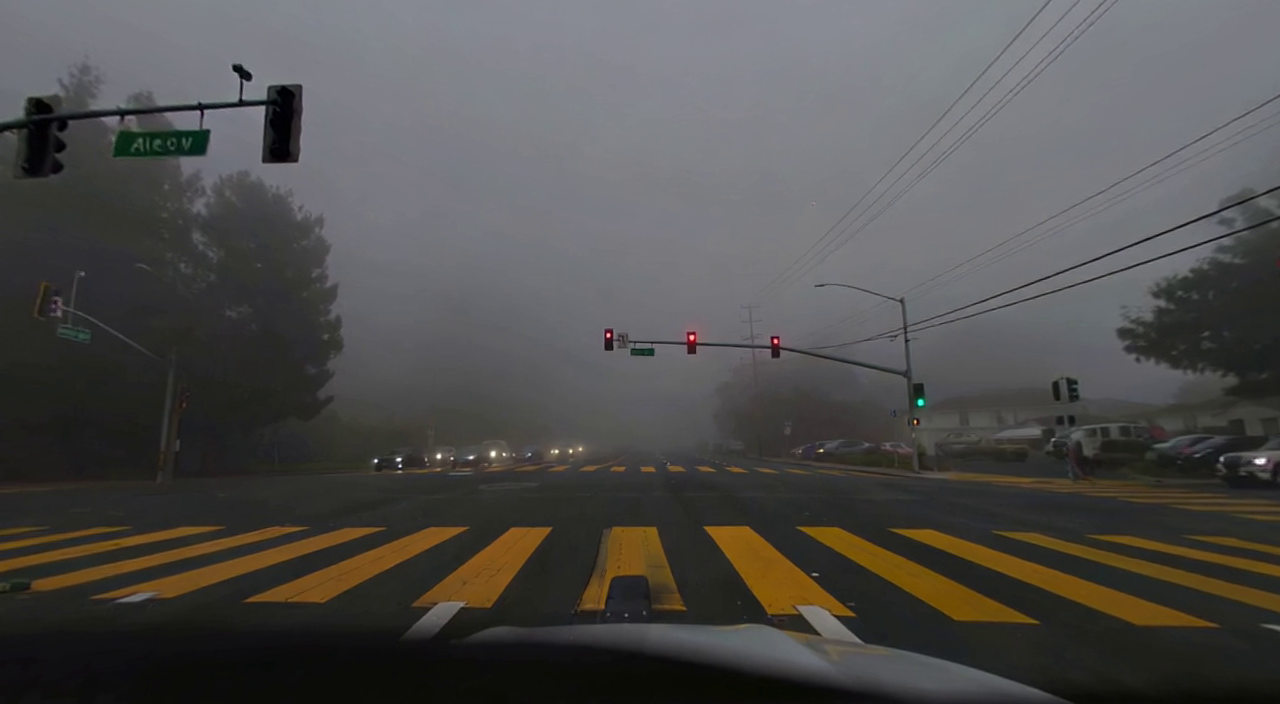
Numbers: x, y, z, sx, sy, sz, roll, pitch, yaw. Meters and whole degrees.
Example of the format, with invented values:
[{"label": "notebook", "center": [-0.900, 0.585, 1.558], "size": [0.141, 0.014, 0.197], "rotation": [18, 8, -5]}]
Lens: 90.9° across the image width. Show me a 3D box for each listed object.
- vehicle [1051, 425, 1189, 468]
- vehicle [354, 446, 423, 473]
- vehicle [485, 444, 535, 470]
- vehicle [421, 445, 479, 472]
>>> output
[{"label": "vehicle", "center": [25.304, 5.008, 33.560], "size": [2.177, 2.086, 5.514], "rotation": [2, -9, -14]}, {"label": "vehicle", "center": [-14.616, 6.263, 36.910], "size": [2.035, 1.470, 4.677], "rotation": [0, -8, 1]}, {"label": "vehicle", "center": [-7.643, 6.183, 37.460], "size": [1.958, 1.415, 4.312], "rotation": [0, -8, 1]}, {"label": "vehicle", "center": [-10.944, 6.121, 36.549], "size": [2.007, 1.451, 4.242], "rotation": [0, -8, 0]}]
